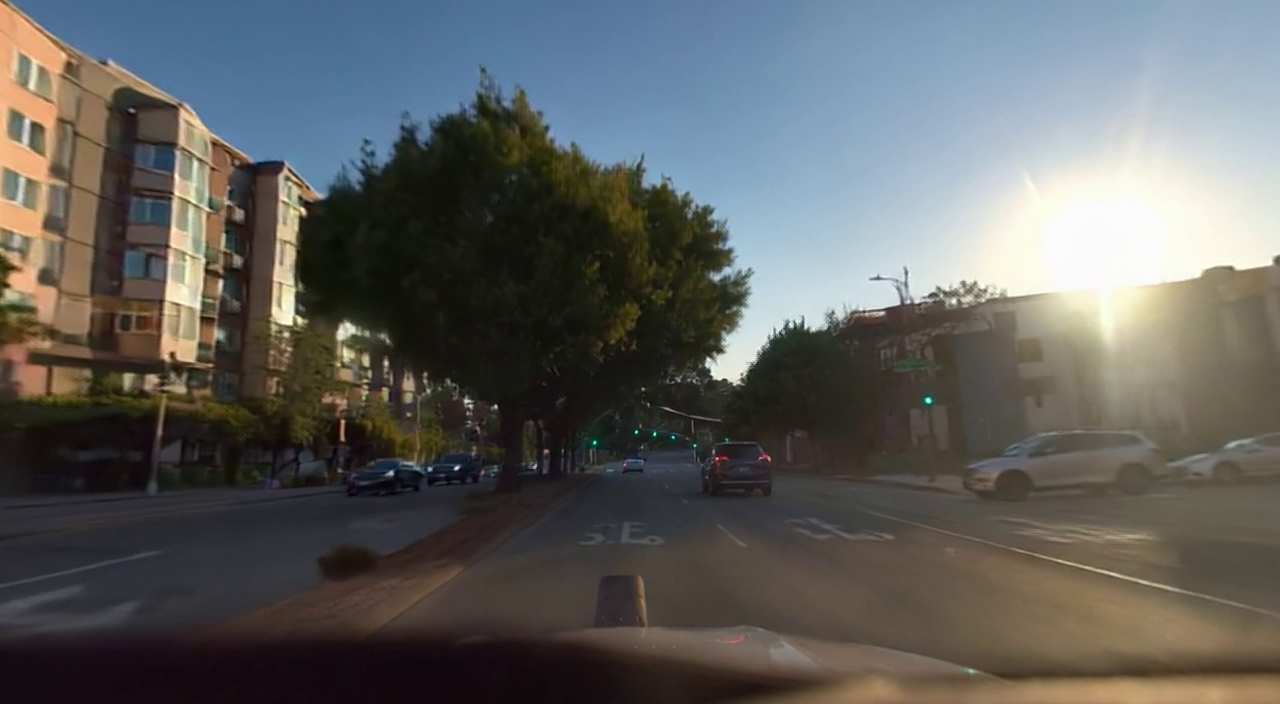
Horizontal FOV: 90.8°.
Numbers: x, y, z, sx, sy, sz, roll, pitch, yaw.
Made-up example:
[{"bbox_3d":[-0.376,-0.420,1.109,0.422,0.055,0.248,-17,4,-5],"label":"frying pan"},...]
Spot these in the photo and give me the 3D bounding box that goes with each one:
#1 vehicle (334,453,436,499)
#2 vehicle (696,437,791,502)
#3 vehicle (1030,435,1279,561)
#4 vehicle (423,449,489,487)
[{"bbox_3d":[-9.377,4.573,23.691,1.905,1.451,4.425,0,-8,1],"label":"vehicle"},{"bbox_3d":[3.188,3.721,20.525,2.129,1.844,4.767,0,-8,-2],"label":"vehicle"},{"bbox_3d":[8.633,2.048,9.607,1.940,1.512,5.129,0,-8,-3],"label":"vehicle"},{"bbox_3d":[-9.556,6.029,33.234,1.939,1.744,5.079,0,-8,0],"label":"vehicle"}]
